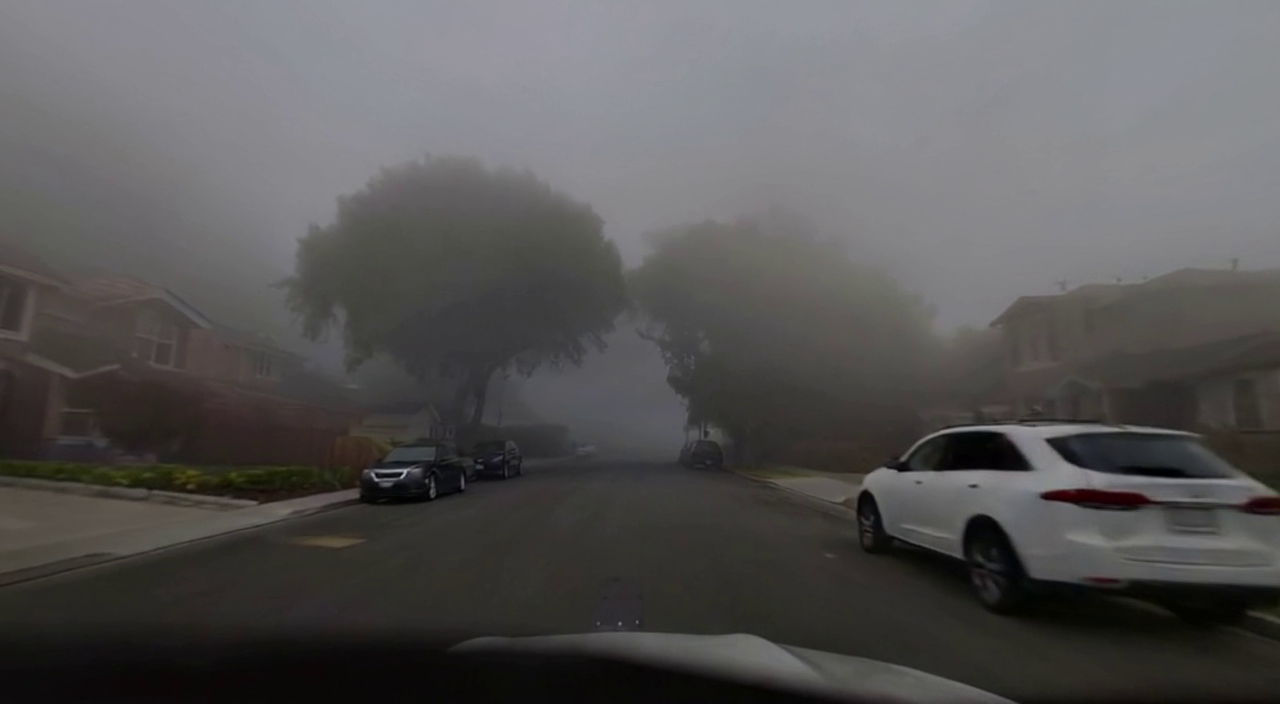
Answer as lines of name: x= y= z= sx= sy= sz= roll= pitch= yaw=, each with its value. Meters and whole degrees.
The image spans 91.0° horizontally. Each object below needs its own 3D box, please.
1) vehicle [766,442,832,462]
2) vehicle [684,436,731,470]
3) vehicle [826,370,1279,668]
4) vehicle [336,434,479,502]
vehicle: x=11.652 y=7.301 z=46.194 sx=4.277 sy=1.410 sz=1.822 roll=1 pitch=-8 yaw=-6
vehicle: x=3.761 y=5.713 z=35.771 sx=2.136 sy=1.794 sz=4.598 roll=0 pitch=-8 yaw=0
vehicle: x=4.079 y=1.469 z=6.946 sx=2.311 sy=1.859 sz=5.880 roll=0 pitch=-8 yaw=1
vehicle: x=-6.008 y=3.119 z=17.059 sx=2.027 sy=1.544 sz=4.959 roll=0 pitch=-10 yaw=-1
